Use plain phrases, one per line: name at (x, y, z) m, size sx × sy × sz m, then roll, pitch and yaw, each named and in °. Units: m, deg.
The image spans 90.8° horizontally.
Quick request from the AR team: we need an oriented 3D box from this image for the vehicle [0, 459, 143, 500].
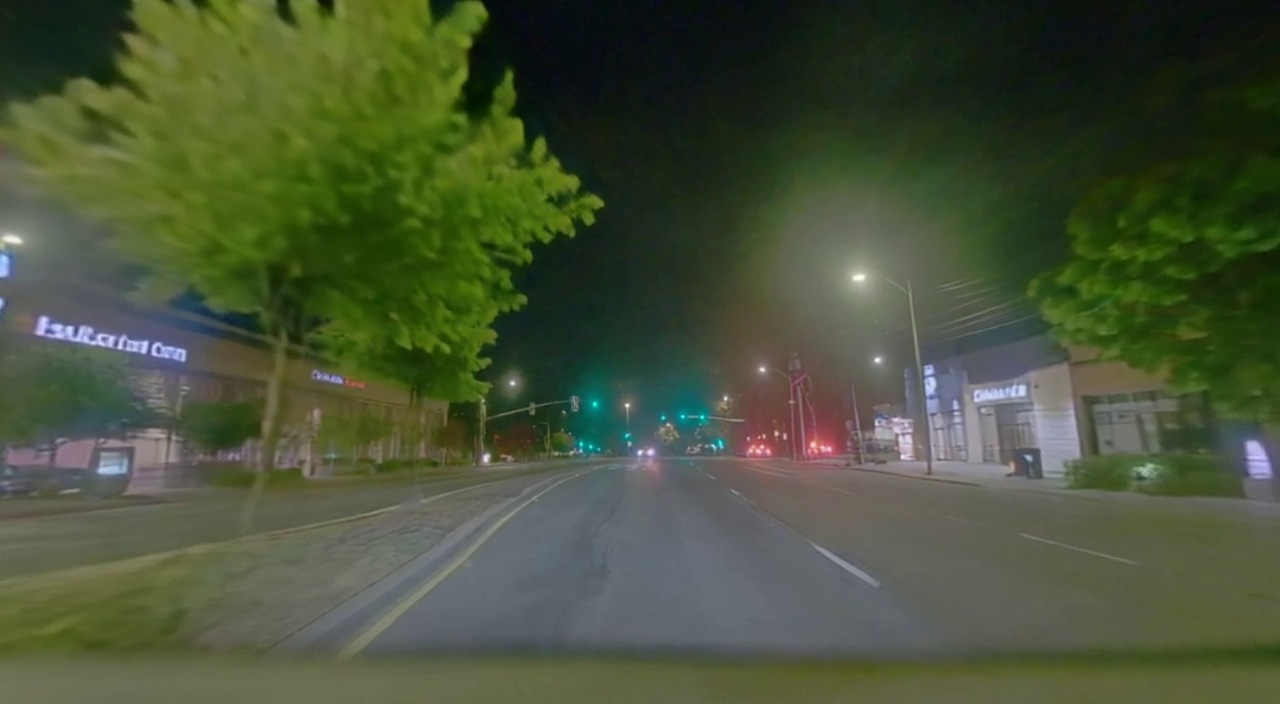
vehicle at (-24.289, 5.422, 27.187) m, size 1.908 × 1.502 × 4.584 m, roll 0°, pitch -8°, yaw 2°
